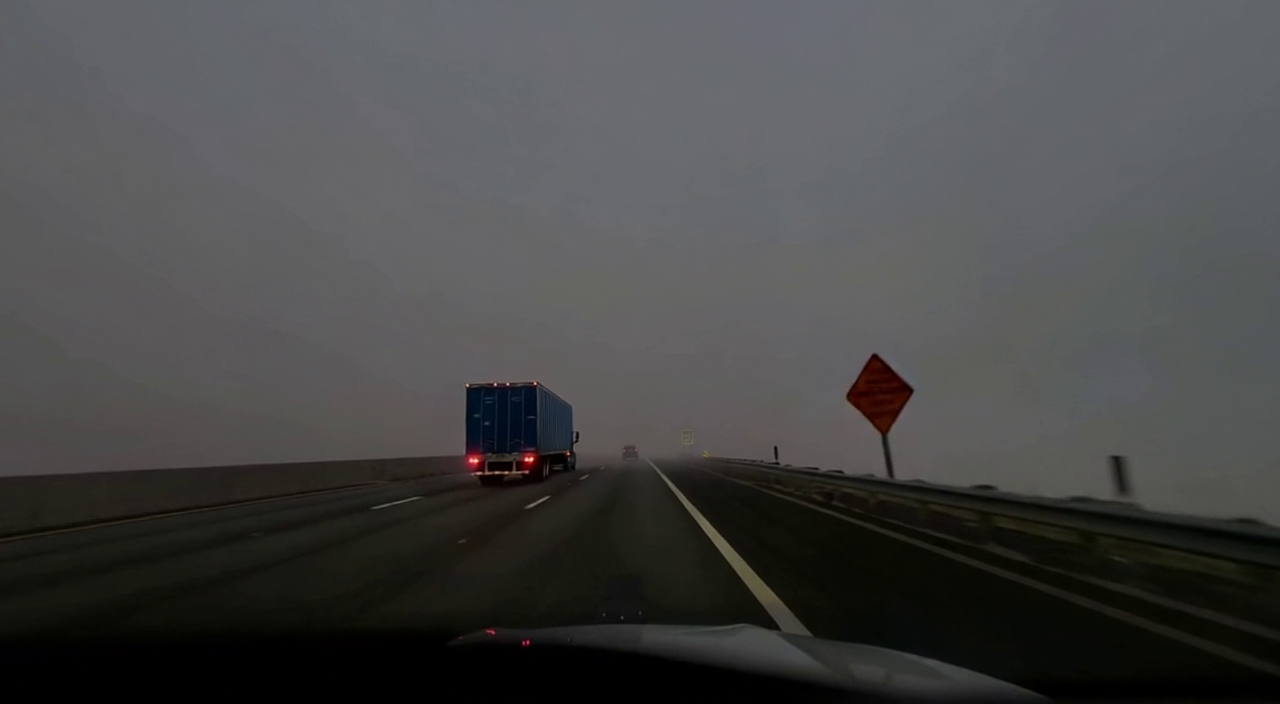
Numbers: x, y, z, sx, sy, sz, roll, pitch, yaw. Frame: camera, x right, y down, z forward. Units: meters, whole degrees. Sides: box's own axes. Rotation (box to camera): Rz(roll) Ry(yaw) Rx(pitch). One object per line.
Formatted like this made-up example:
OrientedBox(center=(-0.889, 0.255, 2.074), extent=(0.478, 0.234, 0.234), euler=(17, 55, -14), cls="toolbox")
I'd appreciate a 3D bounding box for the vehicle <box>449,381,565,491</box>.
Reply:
OrientedBox(center=(-4.626, 3.198, 23.595), extent=(2.707, 3.461, 7.191), euler=(0, -9, 0), cls="vehicle")
